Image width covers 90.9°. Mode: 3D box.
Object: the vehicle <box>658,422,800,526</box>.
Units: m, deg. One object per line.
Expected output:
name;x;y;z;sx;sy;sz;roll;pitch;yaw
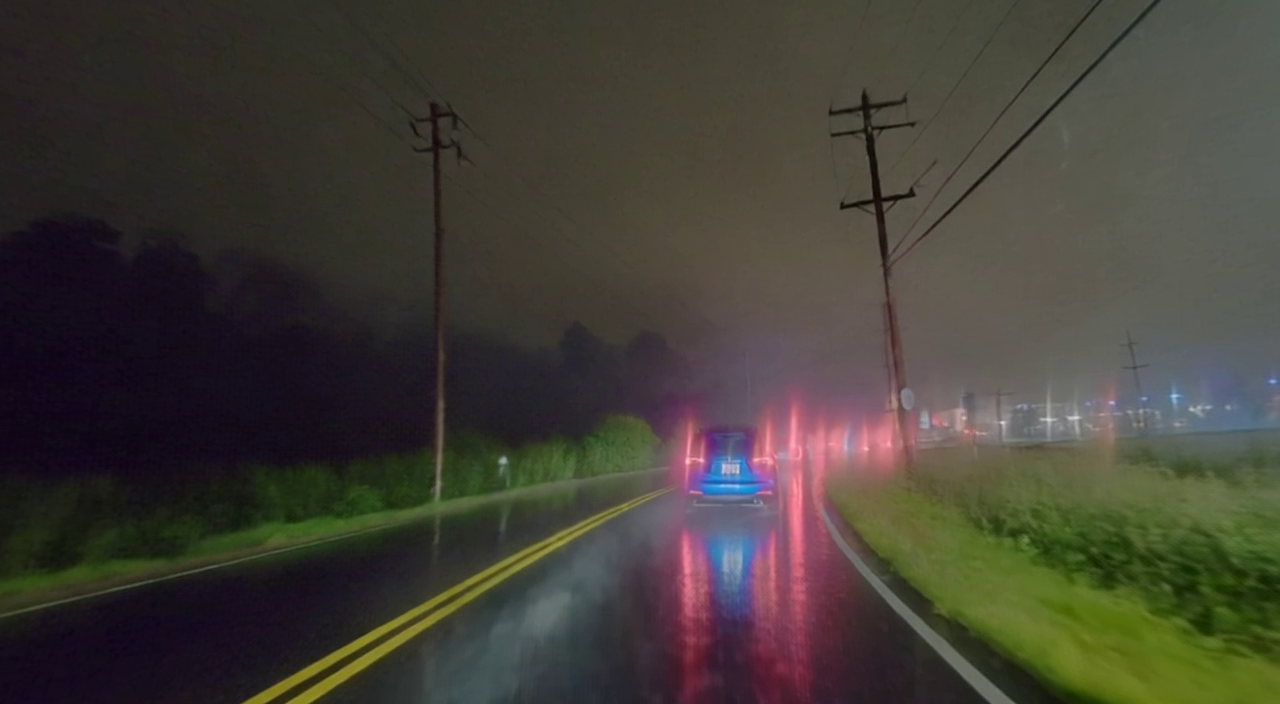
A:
vehicle;1.868;2.198;11.928;2.157;1.565;4.243;-2;-9;15
